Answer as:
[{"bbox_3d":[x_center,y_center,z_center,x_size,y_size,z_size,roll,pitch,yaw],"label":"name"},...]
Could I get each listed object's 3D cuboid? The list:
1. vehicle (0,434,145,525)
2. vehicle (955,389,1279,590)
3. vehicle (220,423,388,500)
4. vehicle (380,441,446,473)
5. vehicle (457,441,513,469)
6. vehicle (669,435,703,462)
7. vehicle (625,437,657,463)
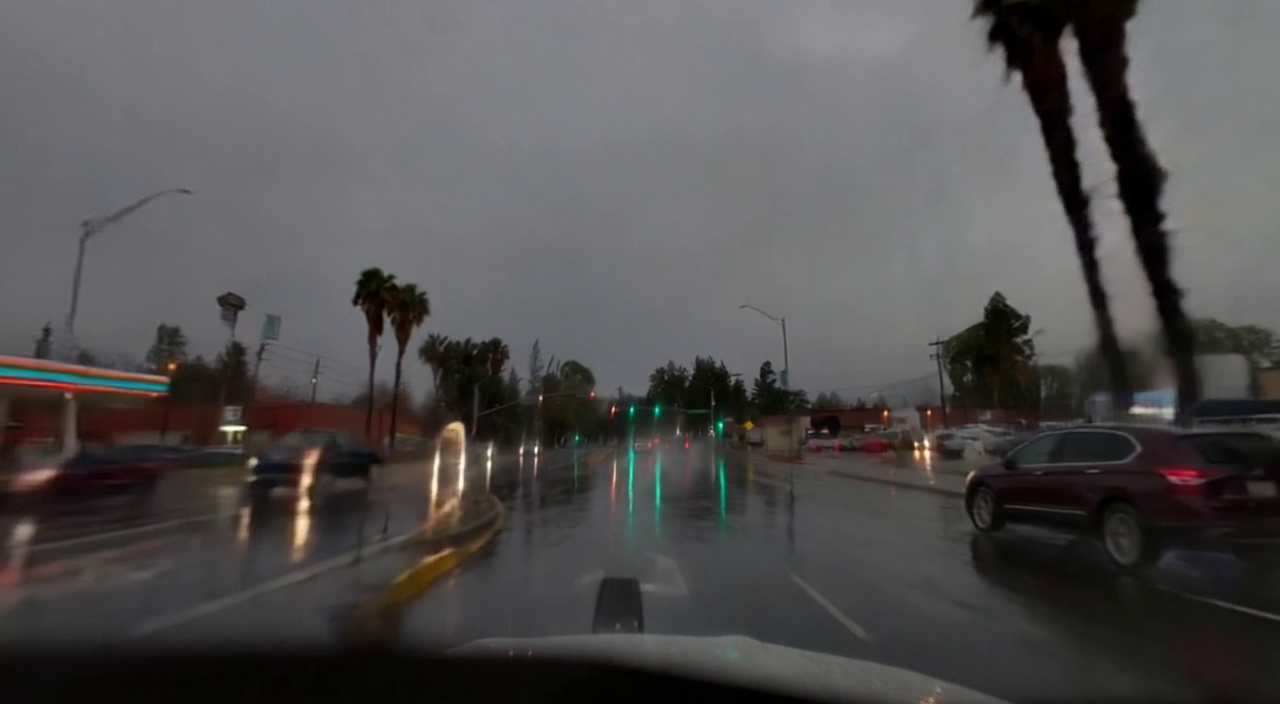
[{"bbox_3d":[-12.833,2.536,12.933,1.897,1.683,4.307,0,-8,0],"label":"vehicle"},{"bbox_3d":[6.440,1.602,8.257,2.066,1.807,4.893,0,-8,-1],"label":"vehicle"},{"bbox_3d":[-9.305,3.065,18.151,2.169,1.910,4.745,0,-8,0],"label":"vehicle"},{"bbox_3d":[-12.447,5.762,34.998,1.972,1.590,4.370,0,-8,1],"label":"vehicle"},{"bbox_3d":[-9.238,6.188,38.168,2.042,1.555,4.748,0,-8,1],"label":"vehicle"},{"bbox_3d":[3.468,7.419,48.701,2.190,1.913,5.174,0,-8,0],"label":"vehicle"},{"bbox_3d":[0.080,6.820,44.087,2.177,1.754,3.815,0,-8,1],"label":"vehicle"}]
